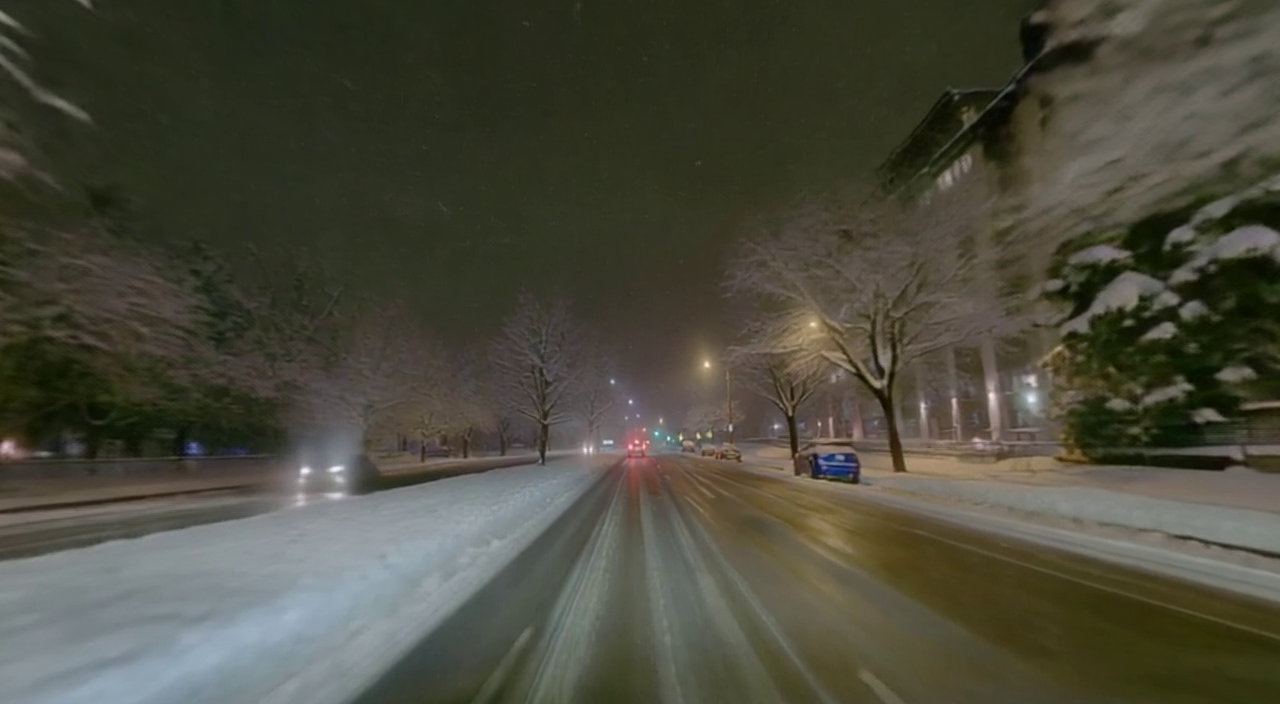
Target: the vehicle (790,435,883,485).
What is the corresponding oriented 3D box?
[{"bbox_3d":[7.846,4.369,25.826,2.167,1.848,4.713,0,-8,-1],"label":"vehicle"}]
